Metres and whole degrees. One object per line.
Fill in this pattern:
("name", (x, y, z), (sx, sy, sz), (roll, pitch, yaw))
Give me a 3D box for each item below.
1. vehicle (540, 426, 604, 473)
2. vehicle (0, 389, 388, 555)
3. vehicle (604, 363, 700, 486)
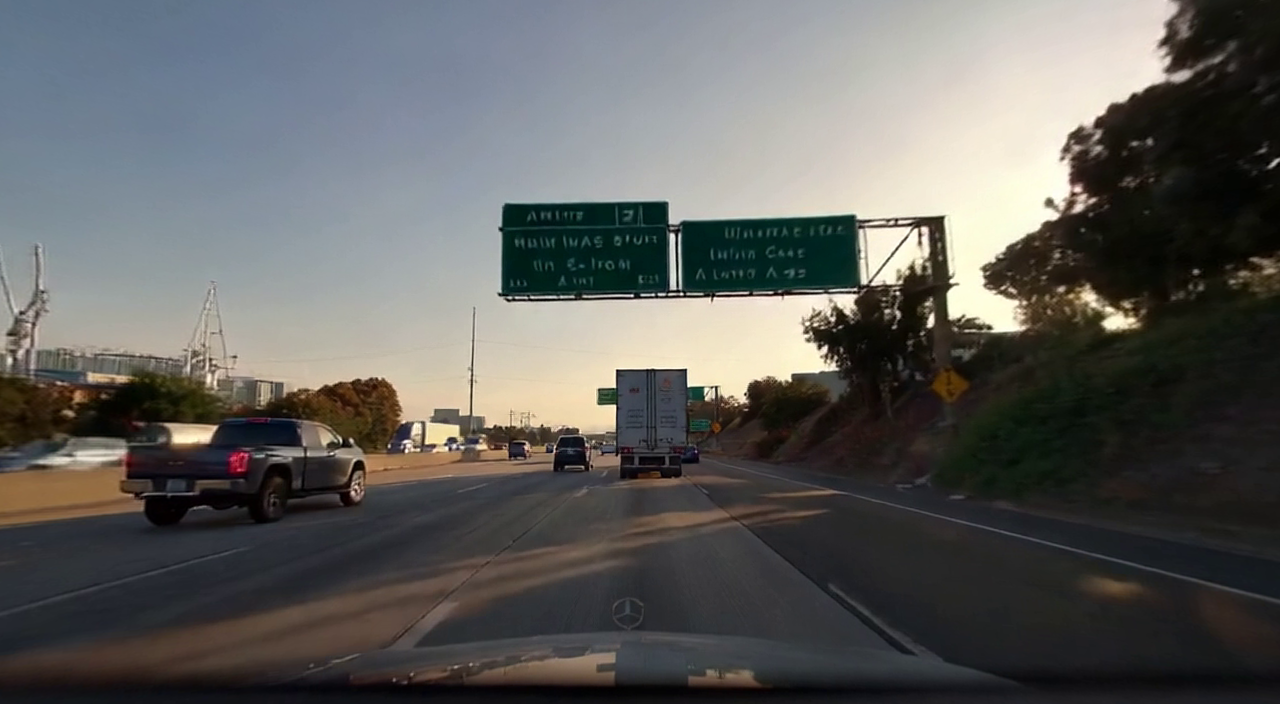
("vehicle", (-3.204, 4.828, 31.226), (2.379, 2.075, 6.169), (0, -9, 1))
("vehicle", (-6.748, 1.892, 10.615), (2.479, 1.978, 5.952), (0, -9, 1))
("vehicle", (0.337, 2.970, 24.494), (2.941, 3.794, 9.851), (0, -9, 0))
